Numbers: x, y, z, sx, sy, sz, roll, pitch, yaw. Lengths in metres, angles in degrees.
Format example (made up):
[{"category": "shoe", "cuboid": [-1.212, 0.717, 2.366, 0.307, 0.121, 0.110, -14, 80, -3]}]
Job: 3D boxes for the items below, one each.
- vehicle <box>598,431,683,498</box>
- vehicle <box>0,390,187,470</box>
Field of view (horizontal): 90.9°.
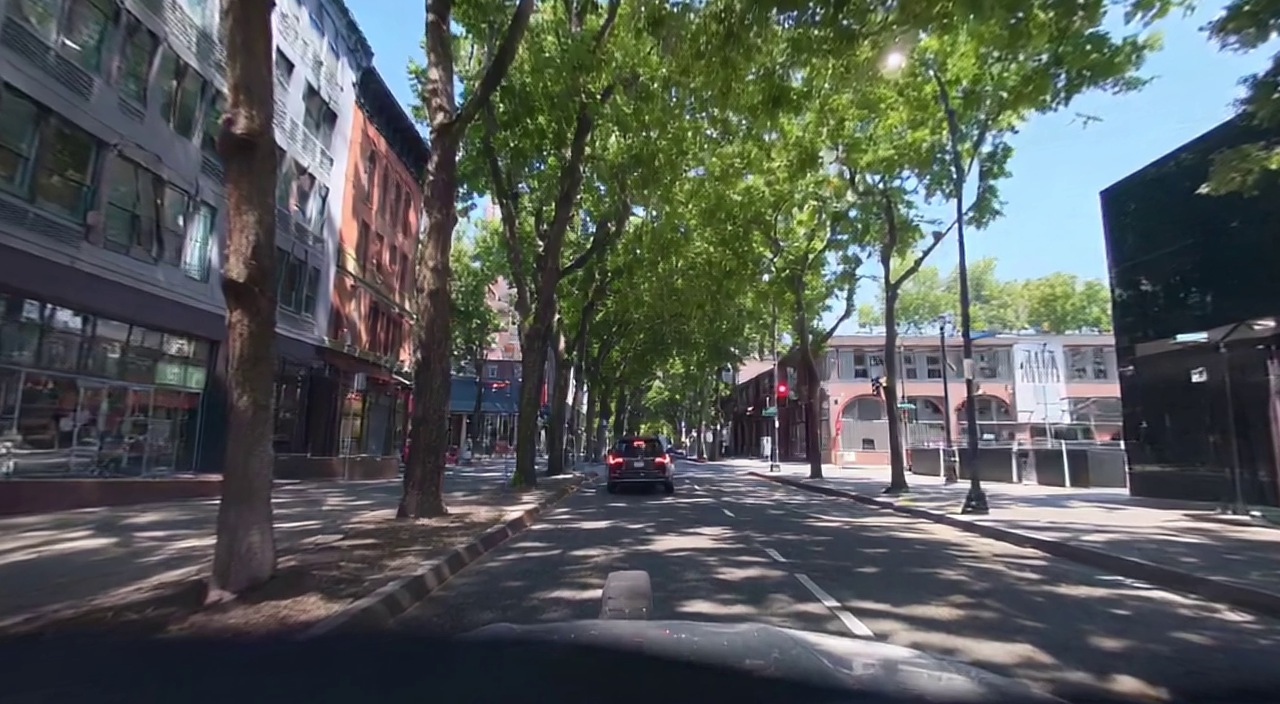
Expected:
[{"category": "vehicle", "cuboid": [-0.027, 3.041, 17.411, 2.079, 1.621, 3.861, 0, -9, -1]}, {"category": "vehicle", "cuboid": [-14.716, 2.109, 16.543, 2.027, 1.758, 5.254, 0, -9, -4]}]
